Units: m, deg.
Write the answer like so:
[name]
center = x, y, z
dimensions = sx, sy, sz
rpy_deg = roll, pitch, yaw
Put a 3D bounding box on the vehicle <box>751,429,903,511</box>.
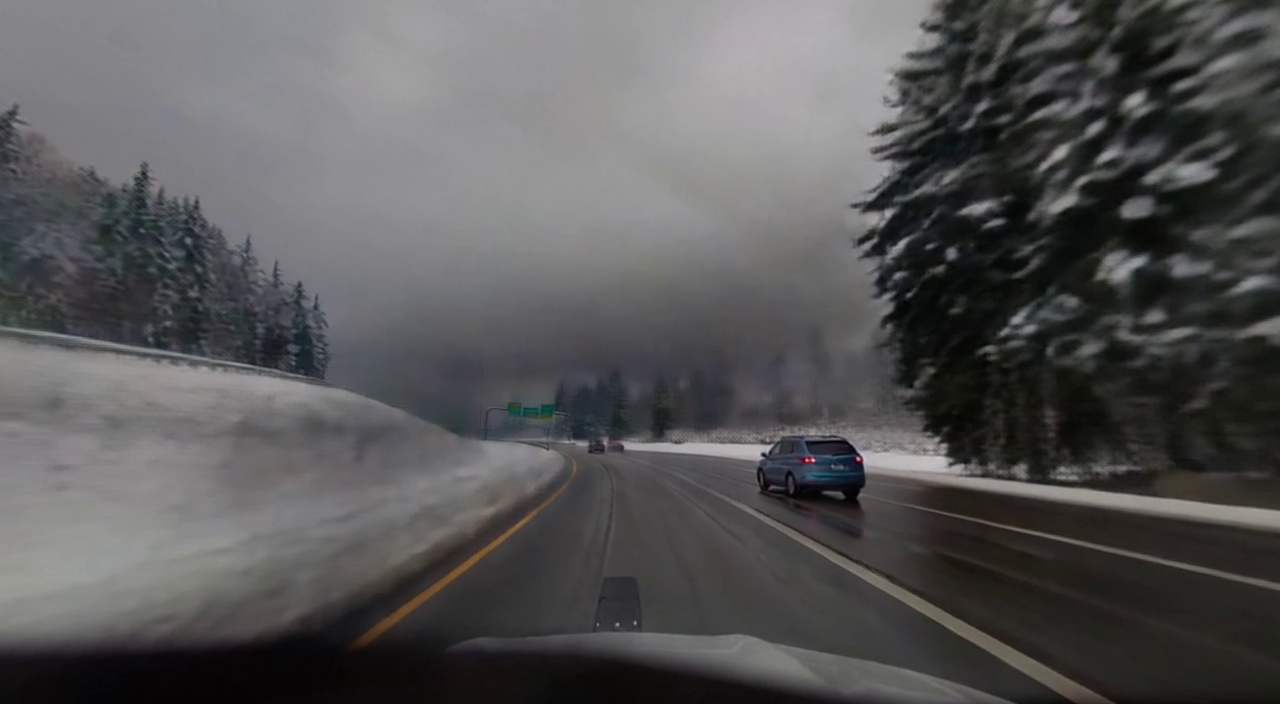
[vehicle]
center = 3.978, 2.583, 14.132
dimensions = 1.952, 1.536, 4.036
rpy_deg = 0, -9, -4
